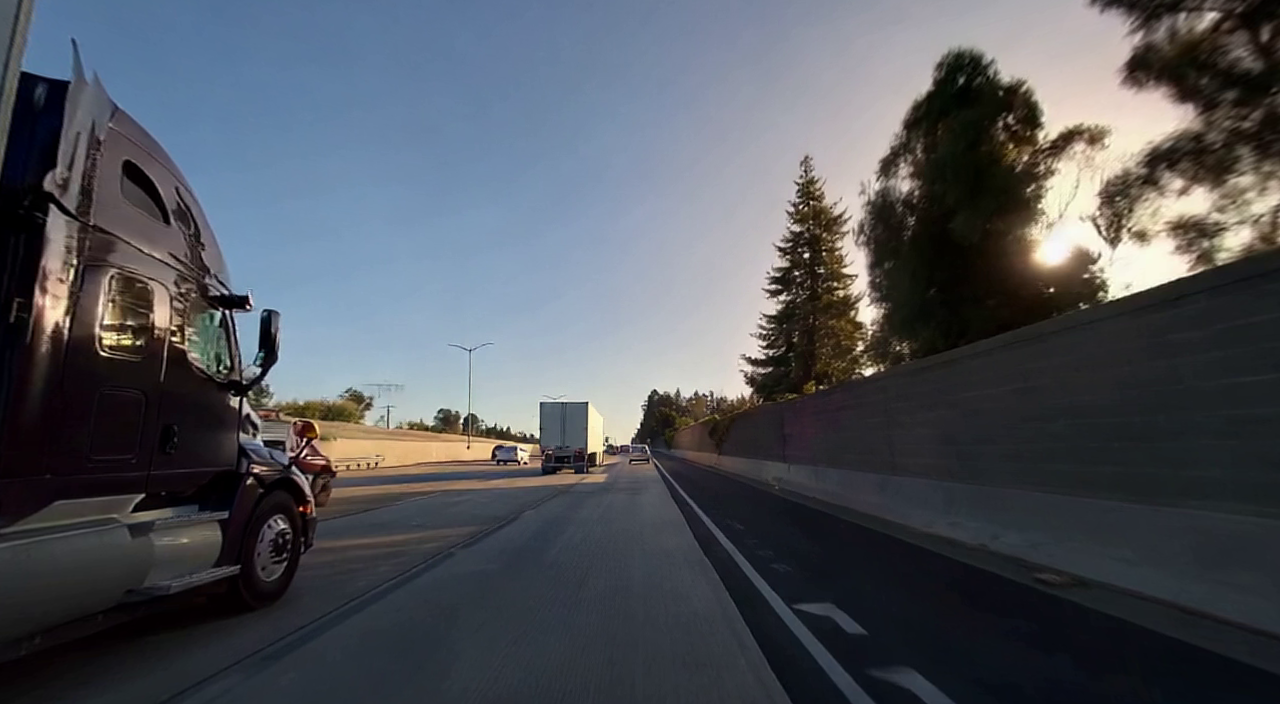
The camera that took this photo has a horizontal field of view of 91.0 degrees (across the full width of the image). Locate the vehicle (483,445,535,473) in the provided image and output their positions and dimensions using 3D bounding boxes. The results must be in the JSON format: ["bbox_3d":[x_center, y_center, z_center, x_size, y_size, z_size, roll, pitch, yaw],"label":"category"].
[{"bbox_3d":[-7.246,5.945,35.188,1.962,1.489,4.002,0,-9,1],"label":"vehicle"}]

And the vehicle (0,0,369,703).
[{"bbox_3d":[-3.793,-0.107,0.268,3.025,3.266,9.256,0,-9,1],"label":"vehicle"}]

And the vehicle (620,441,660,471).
[{"bbox_3d":[0.031,6.014,36.674,2.178,1.640,4.071,0,-9,1],"label":"vehicle"}]

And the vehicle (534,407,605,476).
[{"bbox_3d":[-3.730,5.088,35.641,2.956,3.331,9.575,0,-9,0],"label":"vehicle"}]
